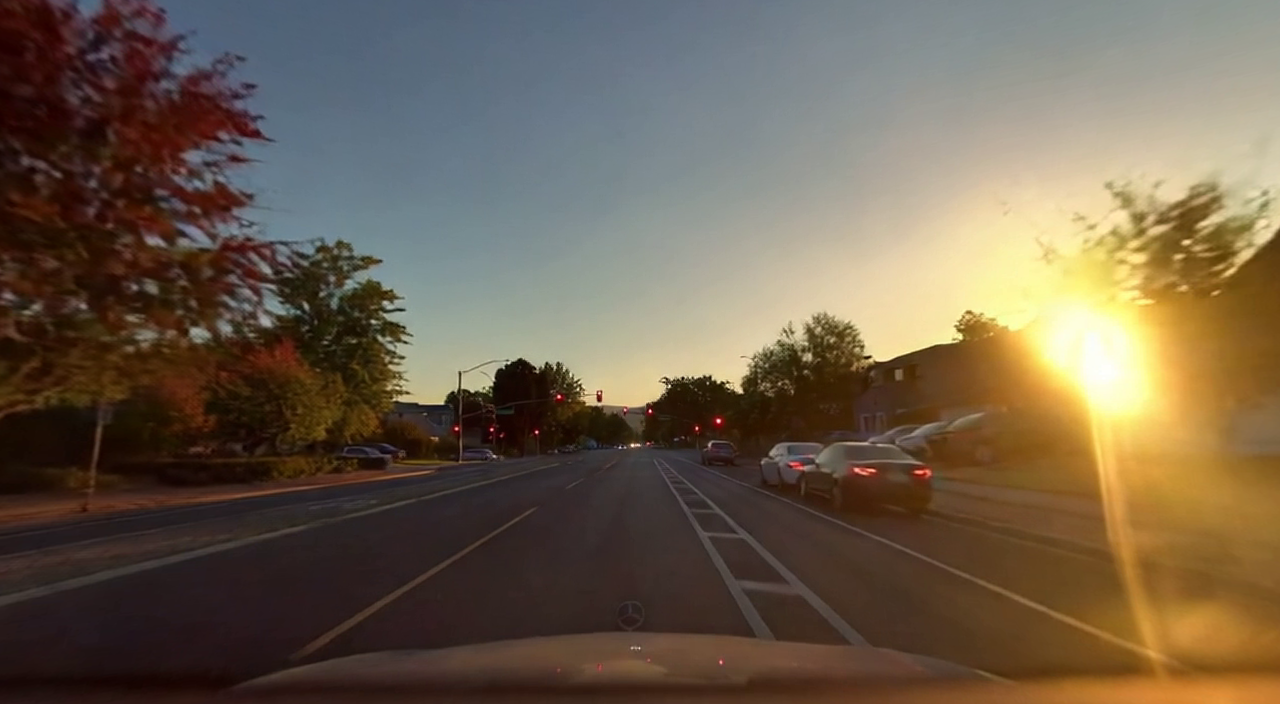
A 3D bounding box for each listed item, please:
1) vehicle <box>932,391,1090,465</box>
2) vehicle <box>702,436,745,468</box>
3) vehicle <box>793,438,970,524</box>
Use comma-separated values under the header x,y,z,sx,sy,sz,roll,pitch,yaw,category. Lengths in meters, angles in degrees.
x,y,z,sx,sy,sz,roll,pitch,yaw,category
13.466,2.815,23.079,4.284,1.725,1.981,-12,-9,-1,vehicle
5.097,6.191,39.052,2.170,1.869,4.594,0,-9,2,vehicle
4.671,2.543,13.055,1.881,1.435,4.525,0,-9,0,vehicle
